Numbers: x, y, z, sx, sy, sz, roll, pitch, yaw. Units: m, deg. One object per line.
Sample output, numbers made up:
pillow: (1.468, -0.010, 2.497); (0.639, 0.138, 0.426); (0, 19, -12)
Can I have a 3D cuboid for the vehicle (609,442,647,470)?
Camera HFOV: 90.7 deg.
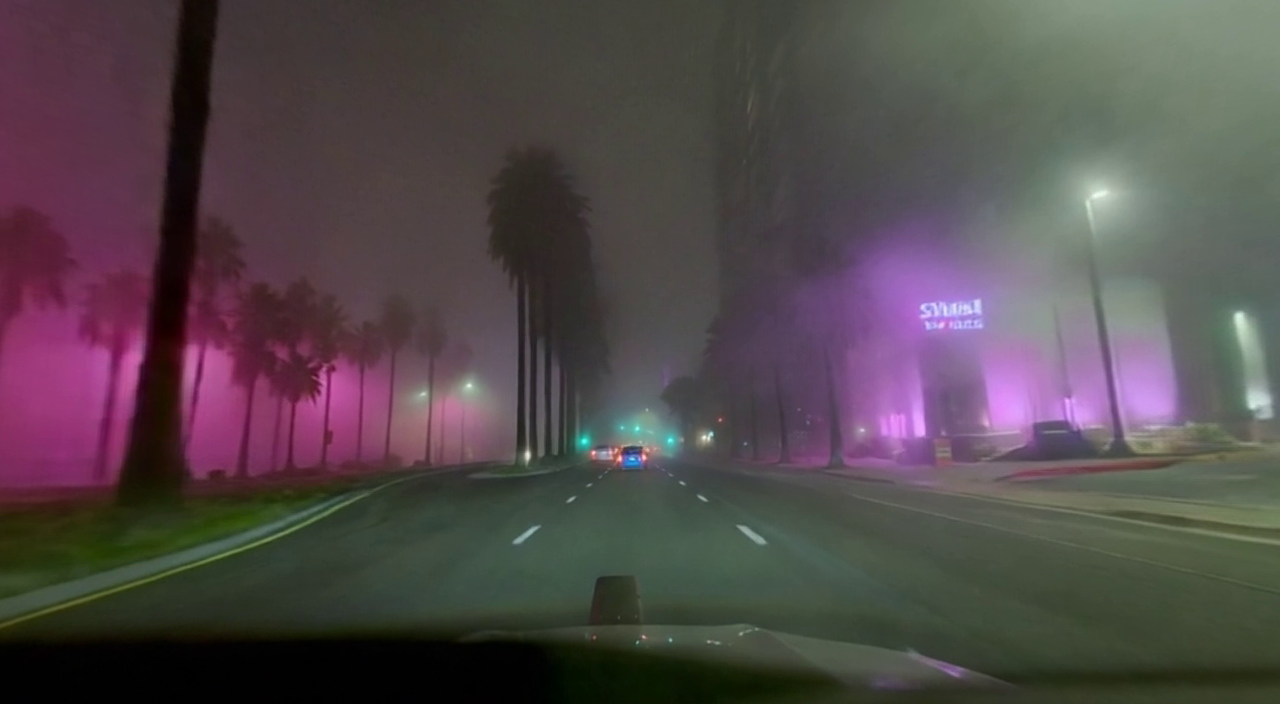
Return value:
vehicle: (-0.682, 6.586, 40.219); (2.160, 1.615, 4.117); (-1, -9, 2)
